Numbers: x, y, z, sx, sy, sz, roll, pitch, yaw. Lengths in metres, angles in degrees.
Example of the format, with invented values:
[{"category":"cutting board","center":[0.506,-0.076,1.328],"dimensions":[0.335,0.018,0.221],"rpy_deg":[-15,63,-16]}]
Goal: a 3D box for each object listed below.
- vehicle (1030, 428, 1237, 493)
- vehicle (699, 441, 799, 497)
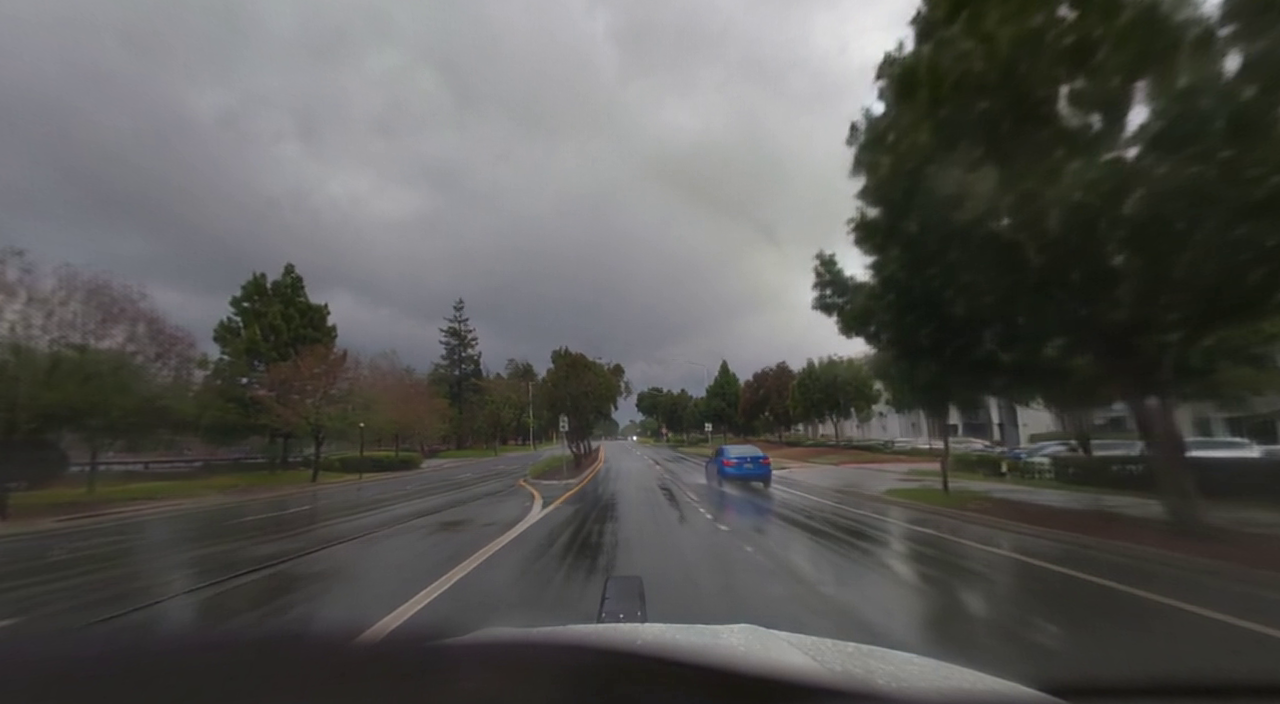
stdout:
[{"category":"vehicle","center":[19.913,4.446,25.730],"dimensions":[6.229,1.865,2.595],"rpy_deg":[-4,-15,-6]},{"category":"vehicle","center":[3.193,3.546,19.580],"dimensions":[2.114,1.493,4.430],"rpy_deg":[0,-9,-3]}]
